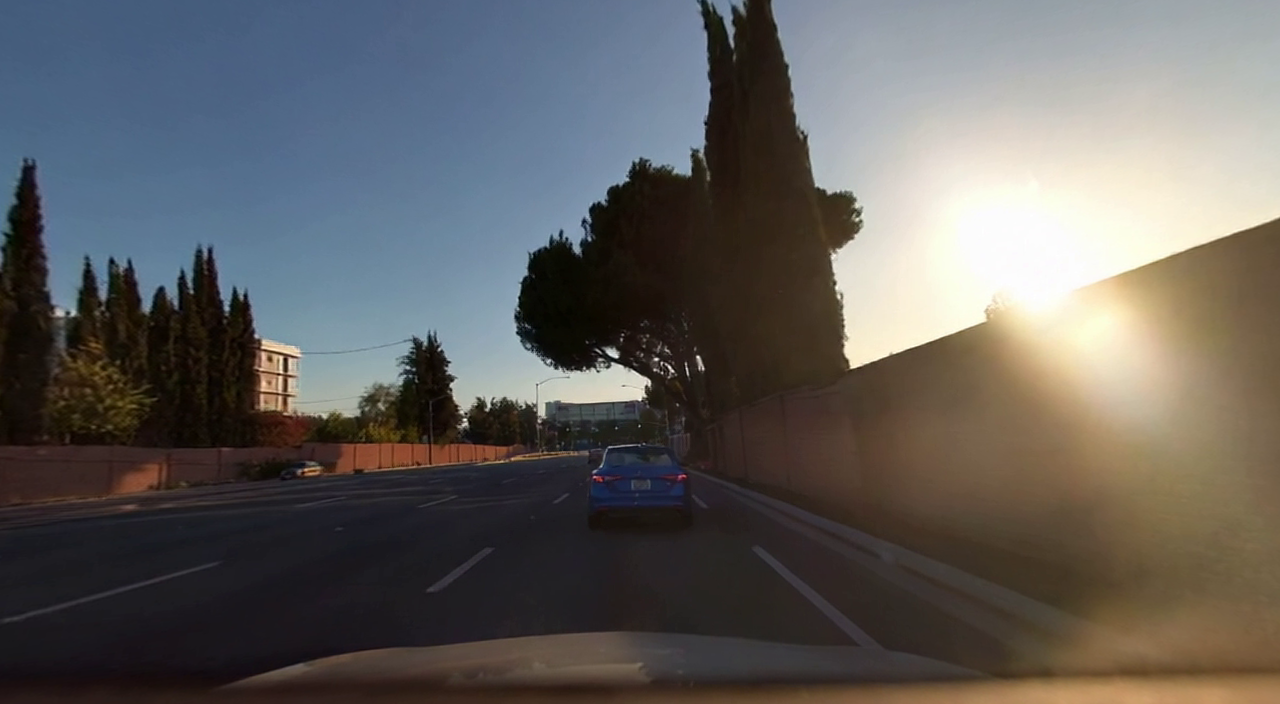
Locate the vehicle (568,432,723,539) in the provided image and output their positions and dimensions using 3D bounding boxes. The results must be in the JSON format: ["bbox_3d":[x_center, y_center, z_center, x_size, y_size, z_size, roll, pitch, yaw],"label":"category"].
[{"bbox_3d":[0.075,2.231,11.207,2.205,1.509,4.272,0,-8,0],"label":"vehicle"}]
